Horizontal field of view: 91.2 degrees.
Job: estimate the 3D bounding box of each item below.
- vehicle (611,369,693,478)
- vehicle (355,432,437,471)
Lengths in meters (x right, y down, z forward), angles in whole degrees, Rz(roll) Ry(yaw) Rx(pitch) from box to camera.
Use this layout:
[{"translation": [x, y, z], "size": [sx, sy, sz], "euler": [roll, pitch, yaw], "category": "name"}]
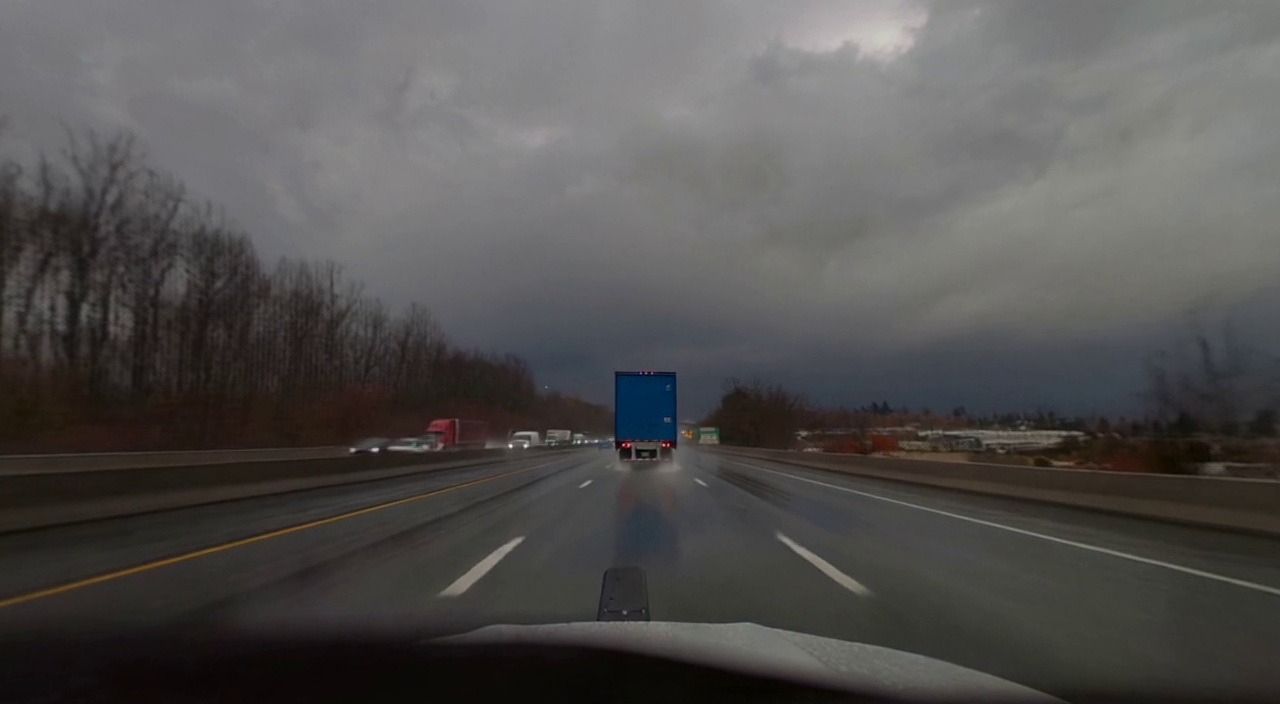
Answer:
[{"translation": [0.448, 3.394, 28.499], "size": [3.010, 4.039, 10.481], "euler": [0, -8, 0], "category": "vehicle"}, {"translation": [-12.677, 5.191, 32.980], "size": [2.171, 1.856, 5.157], "euler": [0, -8, 1], "category": "vehicle"}]
